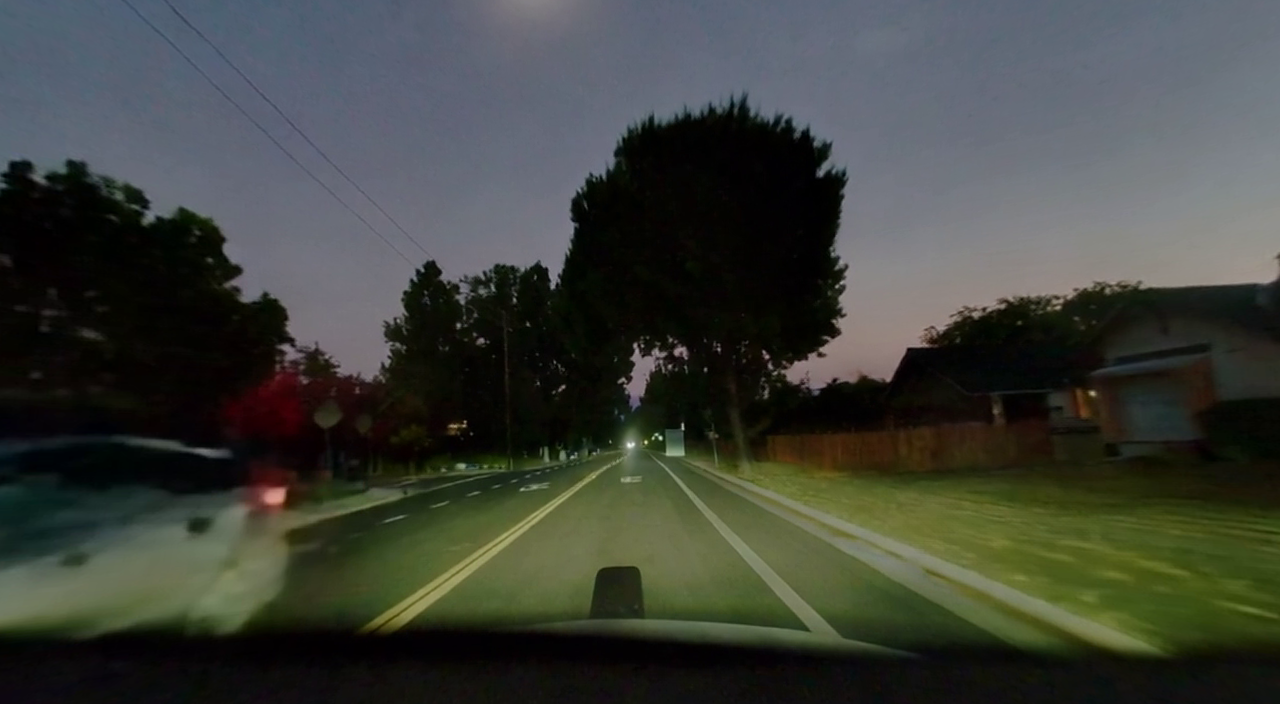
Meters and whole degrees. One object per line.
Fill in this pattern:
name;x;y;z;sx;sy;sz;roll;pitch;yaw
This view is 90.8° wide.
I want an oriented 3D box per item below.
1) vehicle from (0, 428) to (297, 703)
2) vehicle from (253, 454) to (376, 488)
vehicle;-3.664;1.089;2.591;1.996;1.519;4.559;-1;-8;-1
vehicle;-15.089;5.523;29.436;4.779;1.453;1.970;-2;-8;9
